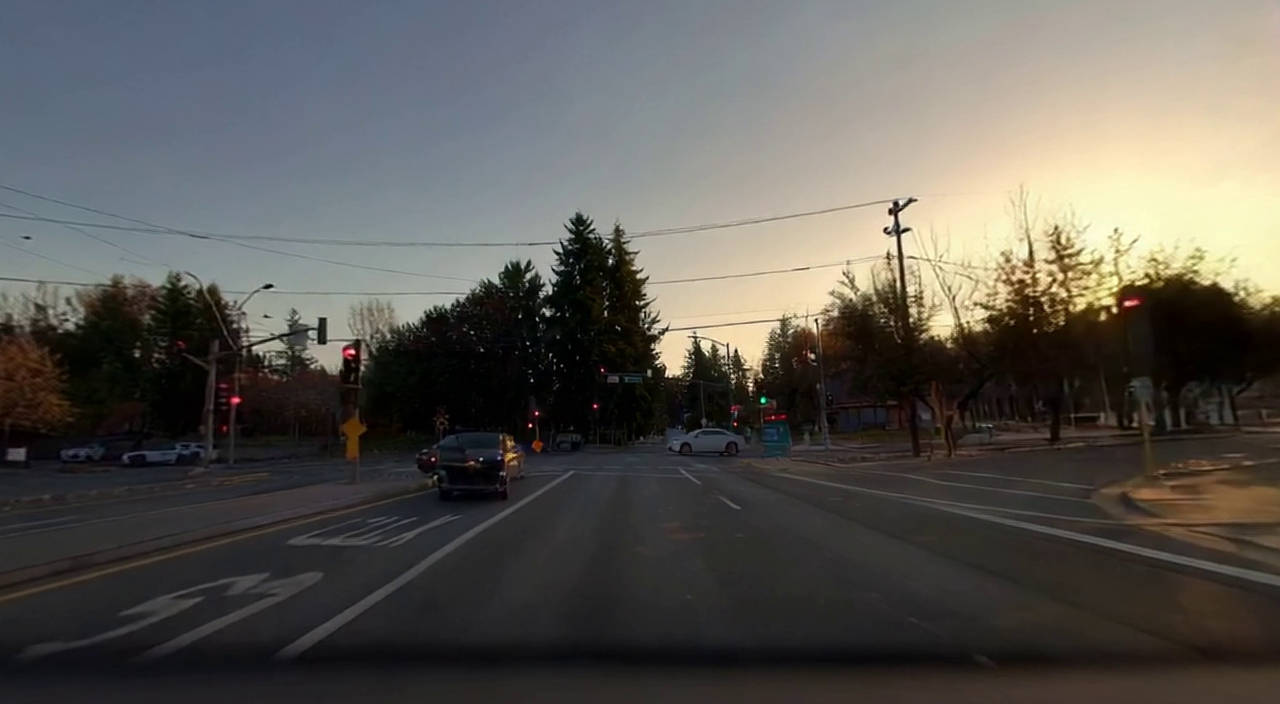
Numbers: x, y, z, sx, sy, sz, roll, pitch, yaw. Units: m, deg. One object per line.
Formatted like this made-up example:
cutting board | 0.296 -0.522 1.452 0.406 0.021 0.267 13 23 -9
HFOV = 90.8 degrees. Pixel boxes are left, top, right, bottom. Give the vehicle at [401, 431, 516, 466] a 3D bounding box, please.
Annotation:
vehicle | -8.399 4.478 29.502 4.709 1.501 1.895 7 -11 -39

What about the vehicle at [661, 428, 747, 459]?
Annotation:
vehicle | 3.530 5.096 35.312 4.478 1.678 1.870 1 -8 -8
